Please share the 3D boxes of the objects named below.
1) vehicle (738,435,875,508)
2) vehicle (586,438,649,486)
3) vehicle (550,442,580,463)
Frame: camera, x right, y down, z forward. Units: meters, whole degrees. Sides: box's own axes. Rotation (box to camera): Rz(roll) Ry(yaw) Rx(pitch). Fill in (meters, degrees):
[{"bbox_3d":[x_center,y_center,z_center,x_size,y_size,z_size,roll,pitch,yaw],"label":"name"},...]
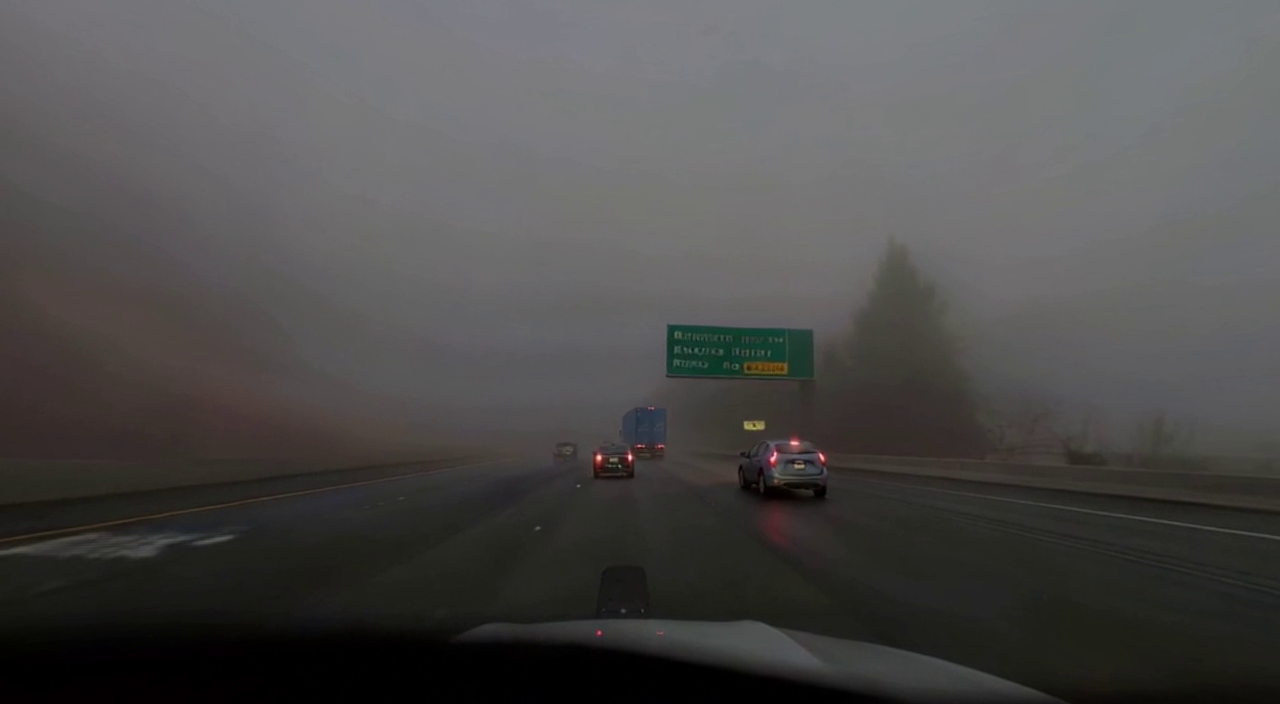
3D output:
[{"bbox_3d":[3.754,2.774,15.115,1.971,1.472,4.301,0,-9,-2],"label":"vehicle"},{"bbox_3d":[-0.797,3.850,22.346,2.020,1.516,3.951,0,-9,-2],"label":"vehicle"},{"bbox_3d":[-5.682,7.690,48.296,2.072,1.512,4.043,0,-9,-4],"label":"vehicle"}]
